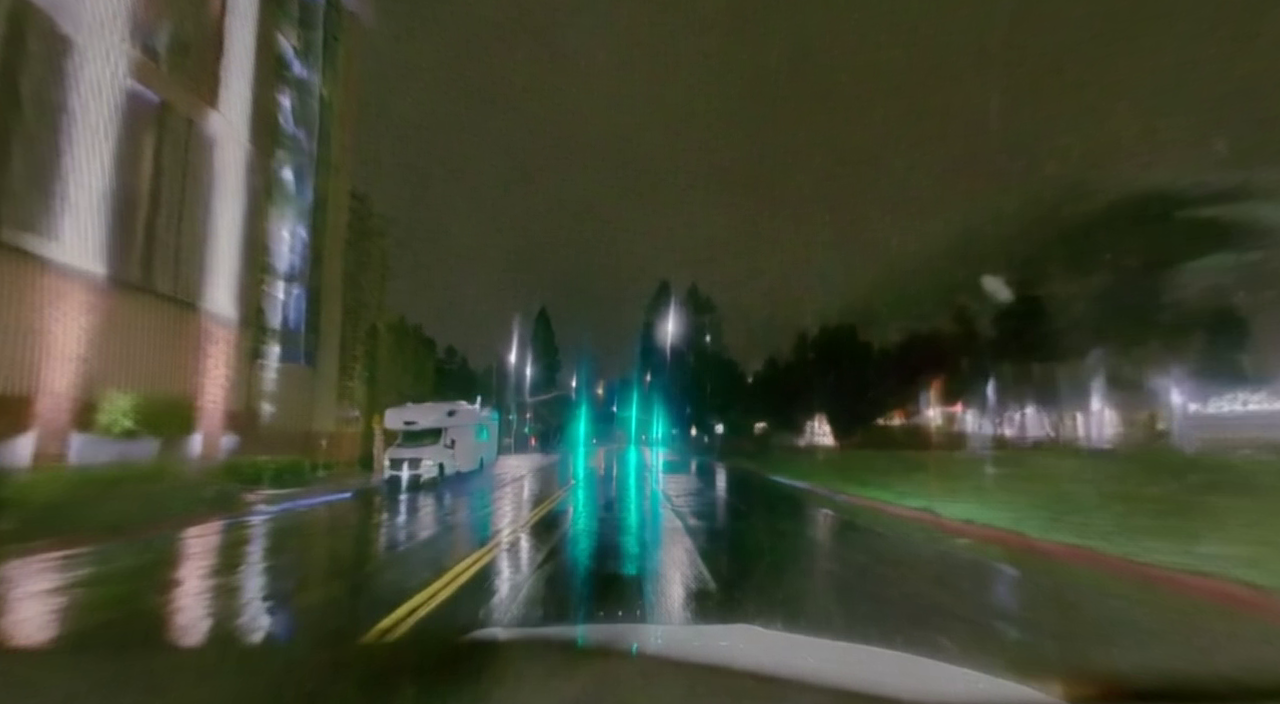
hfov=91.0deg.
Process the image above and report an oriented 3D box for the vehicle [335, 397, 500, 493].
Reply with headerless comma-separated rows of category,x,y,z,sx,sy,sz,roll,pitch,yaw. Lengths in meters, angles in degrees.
vehicle,-7.307,3.244,22.234,3.108,2.771,7.999,0,-8,-2
